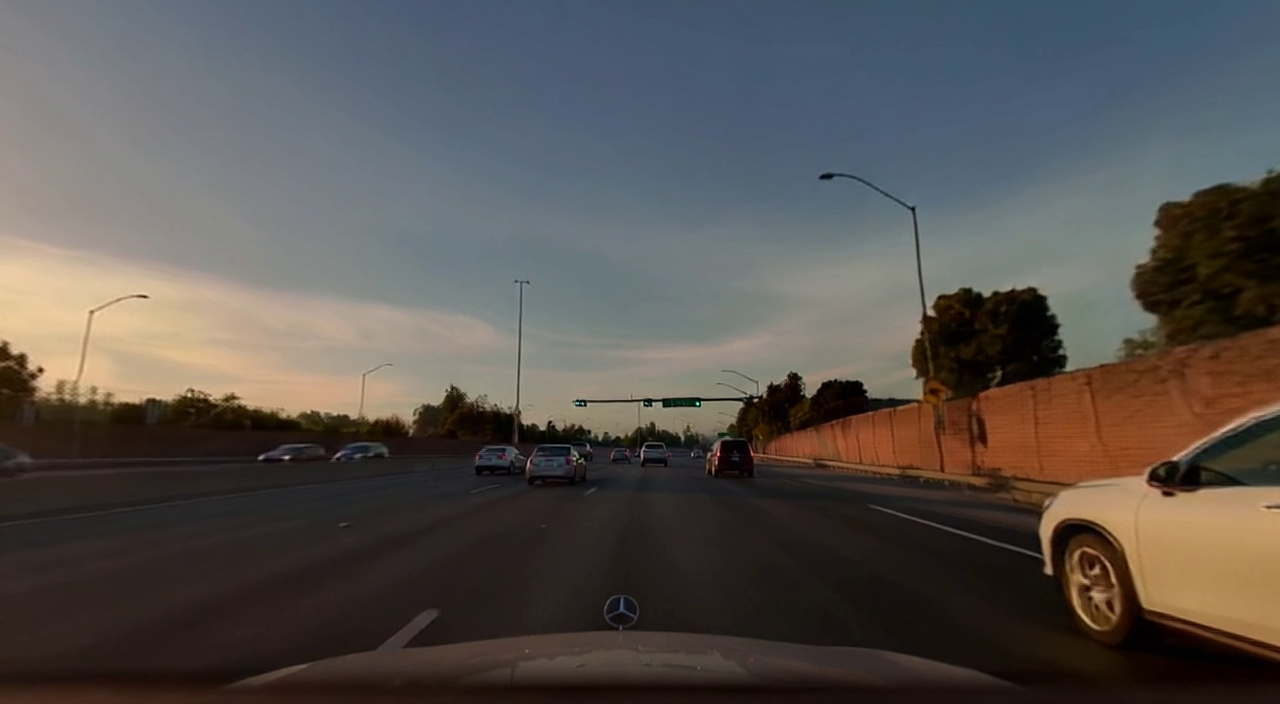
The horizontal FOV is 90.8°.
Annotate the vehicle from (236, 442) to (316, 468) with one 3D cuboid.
[{"bbox_3d":[-21.643,6.127,37.802,1.898,1.451,4.432,0,-8,4],"label":"vehicle"}]

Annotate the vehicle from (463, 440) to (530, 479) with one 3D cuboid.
[{"bbox_3d":[-5.889,4.427,26.353,1.835,1.504,3.612,0,-8,2],"label":"vehicle"}]

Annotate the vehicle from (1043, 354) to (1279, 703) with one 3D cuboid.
[{"bbox_3d":[3.814,0.779,2.022,2.029,1.716,4.545,0,-8,0],"label":"vehicle"}]

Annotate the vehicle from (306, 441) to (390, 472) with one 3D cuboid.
[{"bbox_3d":[-14.864,5.321,32.479,1.971,1.484,4.666,0,-8,2],"label":"vehicle"}]

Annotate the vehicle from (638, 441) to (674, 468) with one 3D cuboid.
[{"bbox_3d":[1.209,7.221,44.765,2.408,1.748,4.217,0,-8,3],"label":"vehicle"}]

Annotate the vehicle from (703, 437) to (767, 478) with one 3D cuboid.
[{"bbox_3d":[4.245,4.769,28.918,2.320,1.735,4.408,0,-8,1],"label":"vehicle"}]

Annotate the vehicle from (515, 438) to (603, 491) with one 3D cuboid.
[{"bbox_3d":[-2.516,3.641,20.962,2.130,1.514,4.766,0,-8,2],"label":"vehicle"}]
